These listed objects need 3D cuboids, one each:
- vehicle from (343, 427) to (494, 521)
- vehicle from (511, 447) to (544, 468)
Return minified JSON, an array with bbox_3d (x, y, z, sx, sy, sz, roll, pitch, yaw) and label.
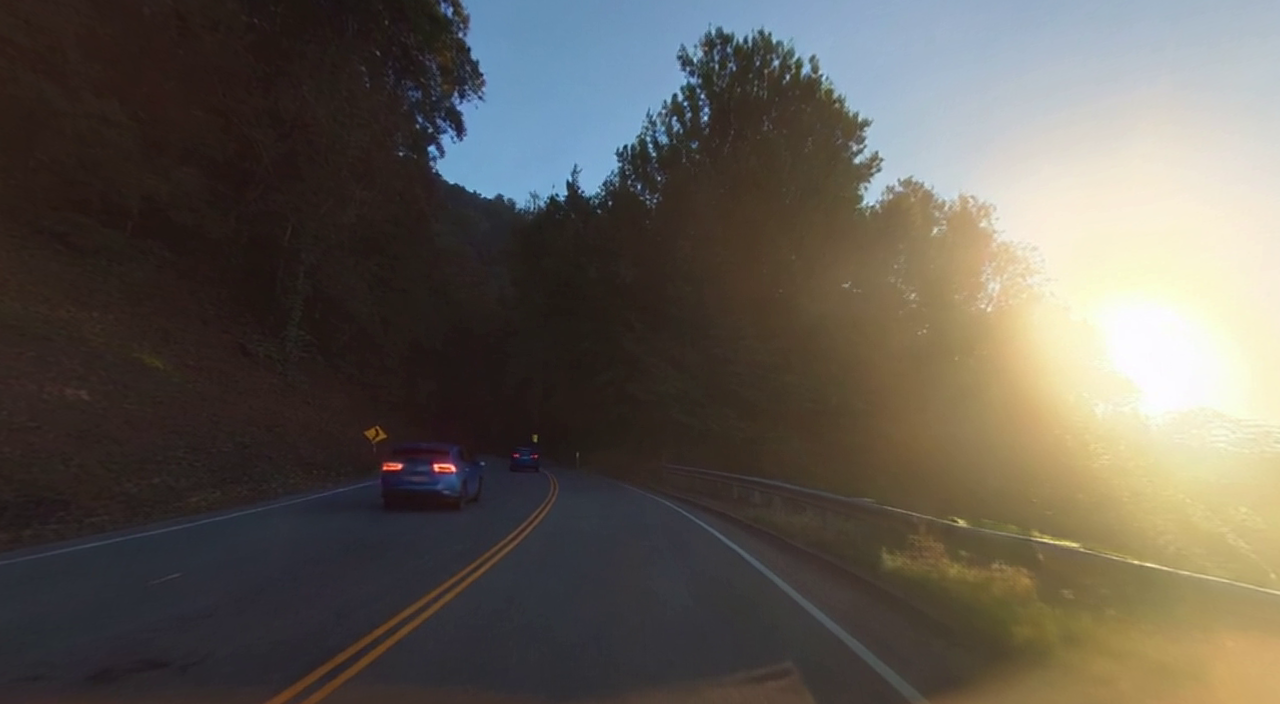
[{"bbox_3d":[-5.015,2.806,15.184,2.104,1.851,4.992,0,-8,-4],"label":"vehicle"},{"bbox_3d":[-8.339,7.866,47.205,2.042,1.483,4.288,0,-8,-5],"label":"vehicle"}]
